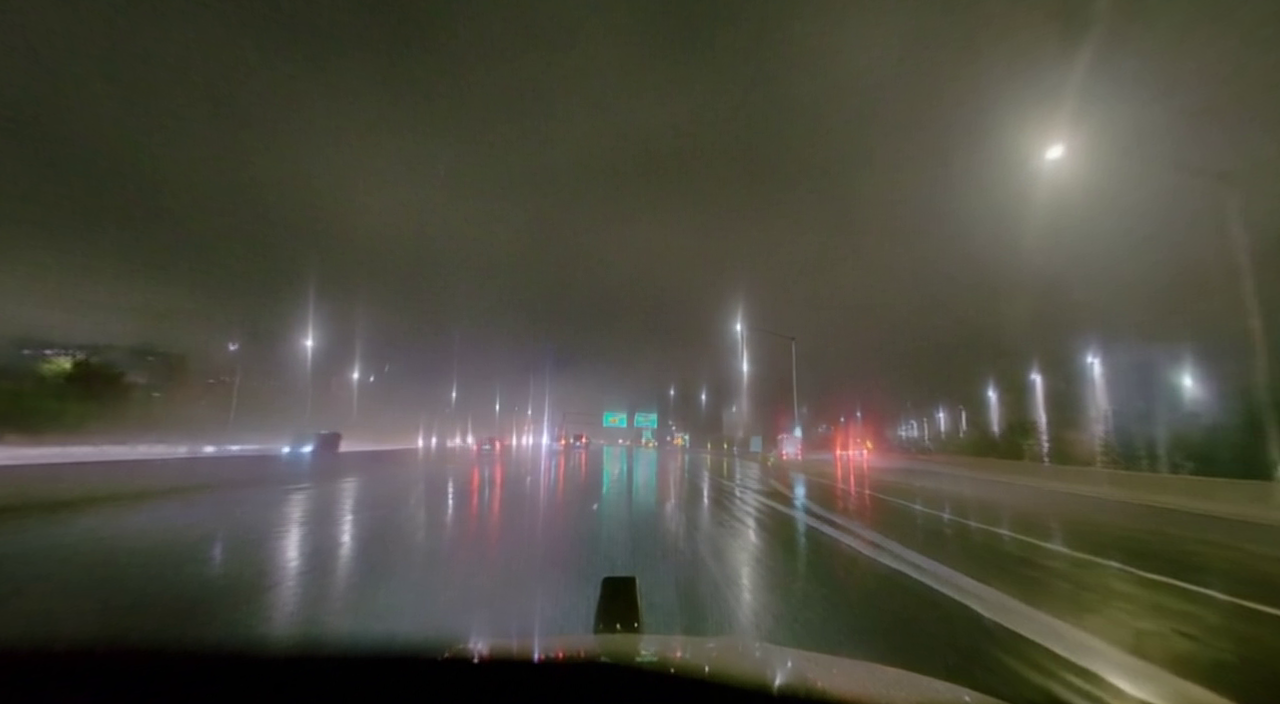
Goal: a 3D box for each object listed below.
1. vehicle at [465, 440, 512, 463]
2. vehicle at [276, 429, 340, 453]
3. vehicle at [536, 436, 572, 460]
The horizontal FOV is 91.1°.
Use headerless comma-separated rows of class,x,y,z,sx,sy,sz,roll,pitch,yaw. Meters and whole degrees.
vehicle,-9.788,6.446,41.017,1.976,1.413,4.088,0,-8,1
vehicle,-21.846,5.855,41.534,1.831,1.474,4.134,0,-8,2
vehicle,-6.200,6.998,45.862,1.979,1.646,4.096,0,-8,1
